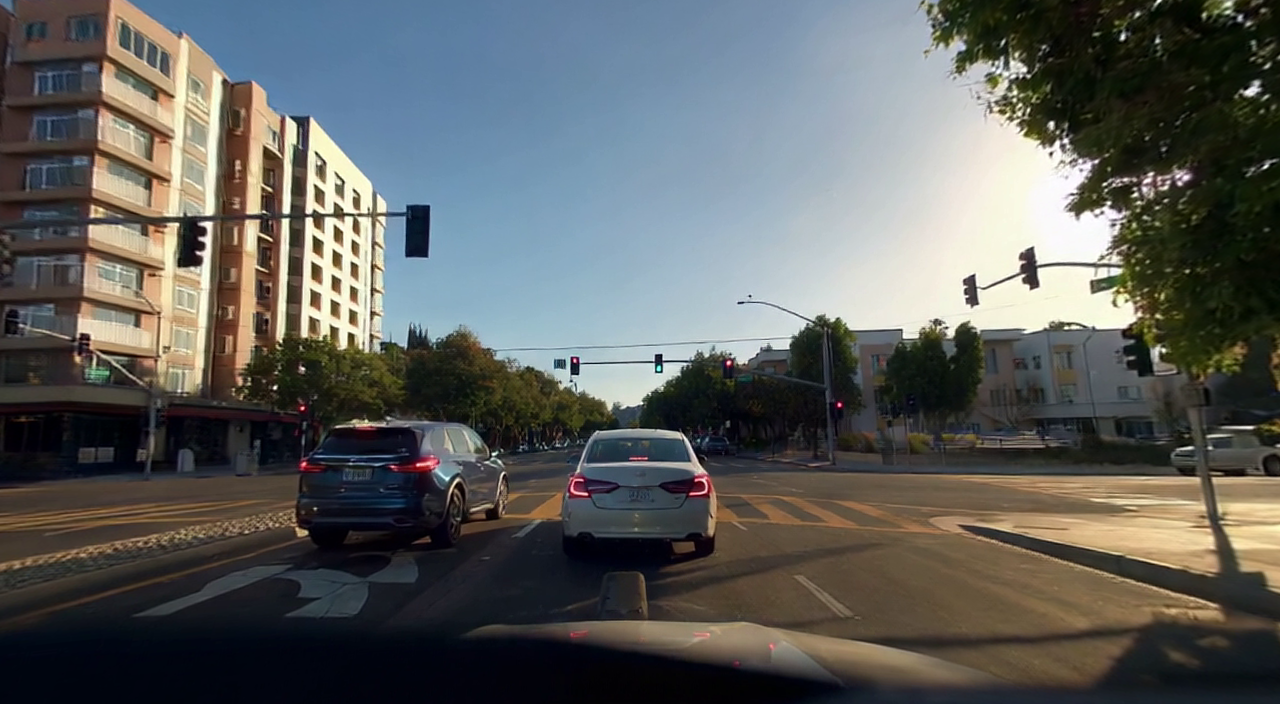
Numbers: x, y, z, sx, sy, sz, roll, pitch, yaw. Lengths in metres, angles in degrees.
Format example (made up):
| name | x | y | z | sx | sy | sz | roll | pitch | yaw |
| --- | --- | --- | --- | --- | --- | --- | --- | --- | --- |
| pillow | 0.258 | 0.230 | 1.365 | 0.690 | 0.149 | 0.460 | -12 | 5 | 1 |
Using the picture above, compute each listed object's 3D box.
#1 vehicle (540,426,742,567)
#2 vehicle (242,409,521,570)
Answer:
| name | x | y | z | sx | sy | sz | roll | pitch | yaw |
| --- | --- | --- | --- | --- | --- | --- | --- | --- | --- |
| vehicle | 0.008 | 1.863 | 8.884 | 2.190 | 1.522 | 3.850 | 0 | -8 | 0 |
| vehicle | -3.192 | 1.800 | 9.055 | 2.081 | 1.719 | 4.434 | 0 | -8 | 0 |
